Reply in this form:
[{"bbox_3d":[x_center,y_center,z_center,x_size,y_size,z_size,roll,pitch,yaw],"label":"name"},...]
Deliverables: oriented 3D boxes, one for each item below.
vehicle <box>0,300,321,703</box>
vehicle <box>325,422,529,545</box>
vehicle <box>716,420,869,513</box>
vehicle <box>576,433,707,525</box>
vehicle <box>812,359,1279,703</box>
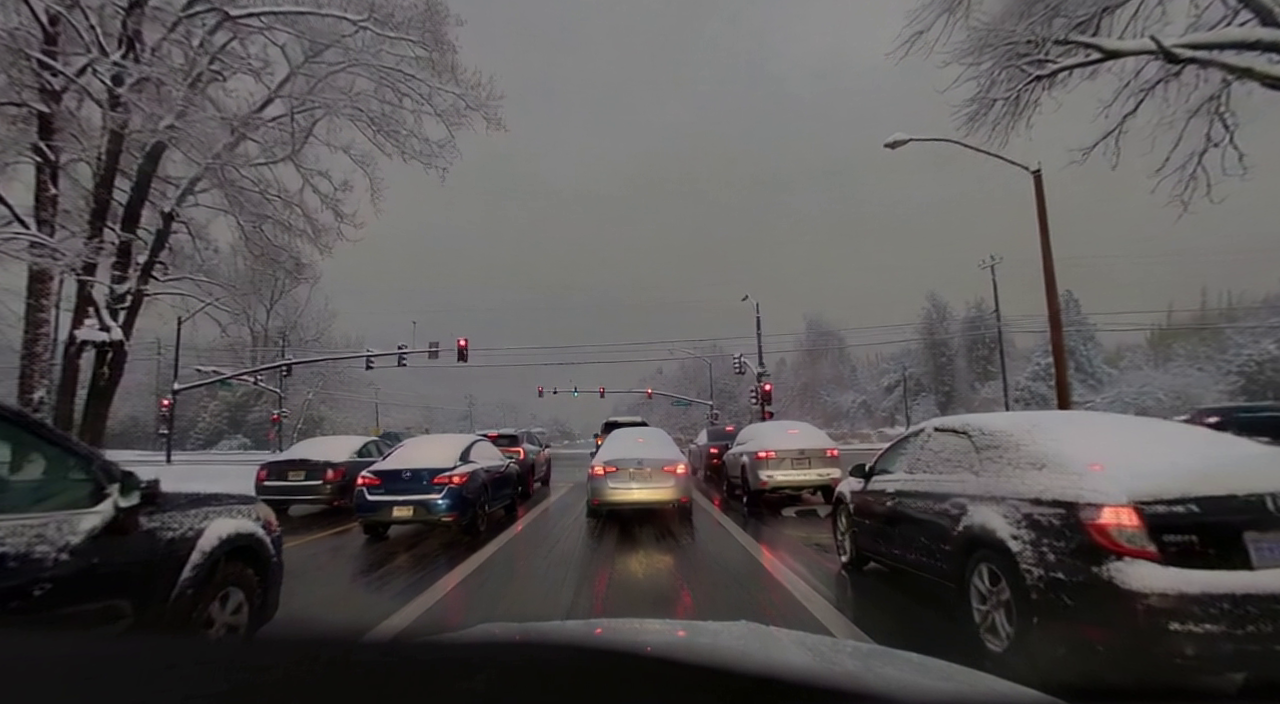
[{"bbox_3d":[-3.208,0.690,1.989,2.079,1.756,4.676,0,-8,-2],"label":"vehicle"},{"bbox_3d":[-3.101,1.993,10.262,1.896,1.546,4.378,0,-8,-2],"label":"vehicle"},{"bbox_3d":[3.020,2.378,13.512,2.106,1.667,4.101,0,-8,-2],"label":"vehicle"},{"bbox_3d":[-0.050,2.285,11.896,2.076,1.438,3.770,0,-8,-2],"label":"vehicle"},{"bbox_3d":[3.138,1.191,5.208,2.074,1.685,4.387,0,-8,-2],"label":"vehicle"}]
